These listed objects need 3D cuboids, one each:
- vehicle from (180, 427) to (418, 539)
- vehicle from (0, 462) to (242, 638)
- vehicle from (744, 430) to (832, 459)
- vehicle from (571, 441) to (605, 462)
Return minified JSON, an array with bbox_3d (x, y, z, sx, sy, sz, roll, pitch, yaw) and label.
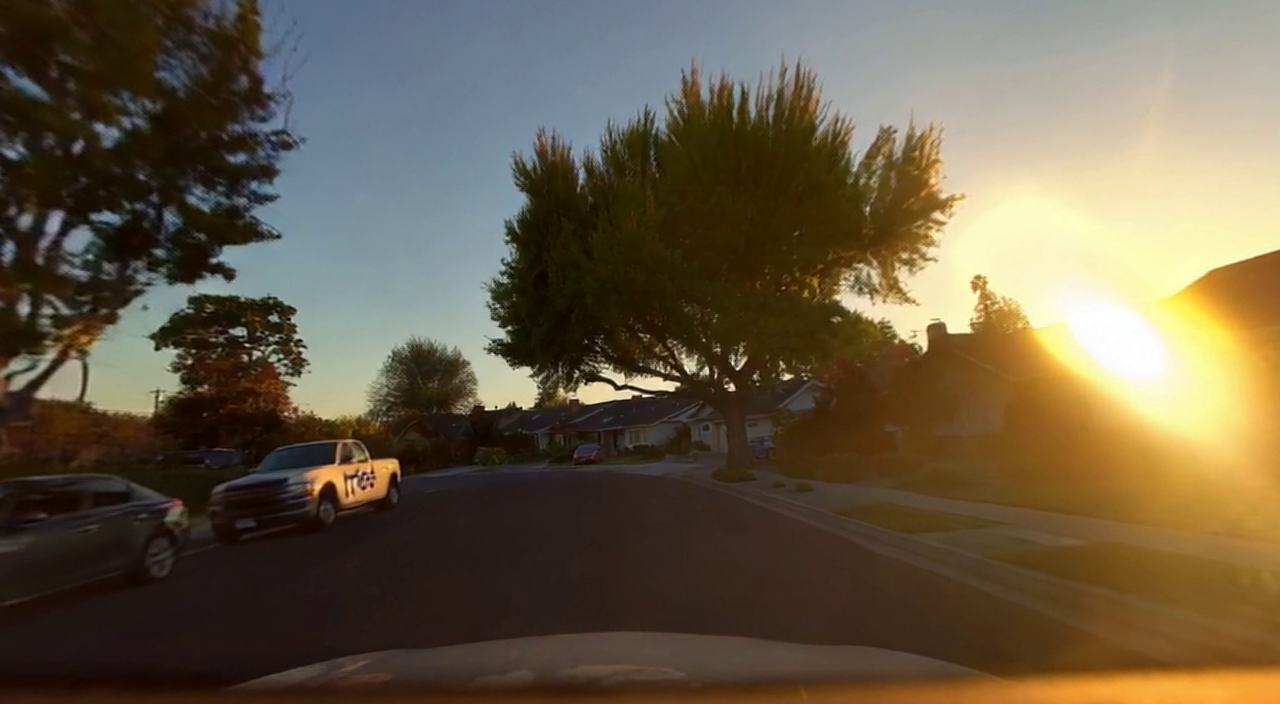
[{"bbox_3d":[-7.042,2.752,14.045,2.338,1.925,5.725,0,-9,-3],"label":"vehicle"},{"bbox_3d":[-6.463,1.917,6.590,2.017,1.397,4.004,0,-9,-1],"label":"vehicle"},{"bbox_3d":[8.550,5.318,36.516,4.533,1.557,1.981,1,-6,-12],"label":"vehicle"},{"bbox_3d":[-4.003,7.751,49.156,1.990,1.528,4.256,-1,-9,5],"label":"vehicle"}]
